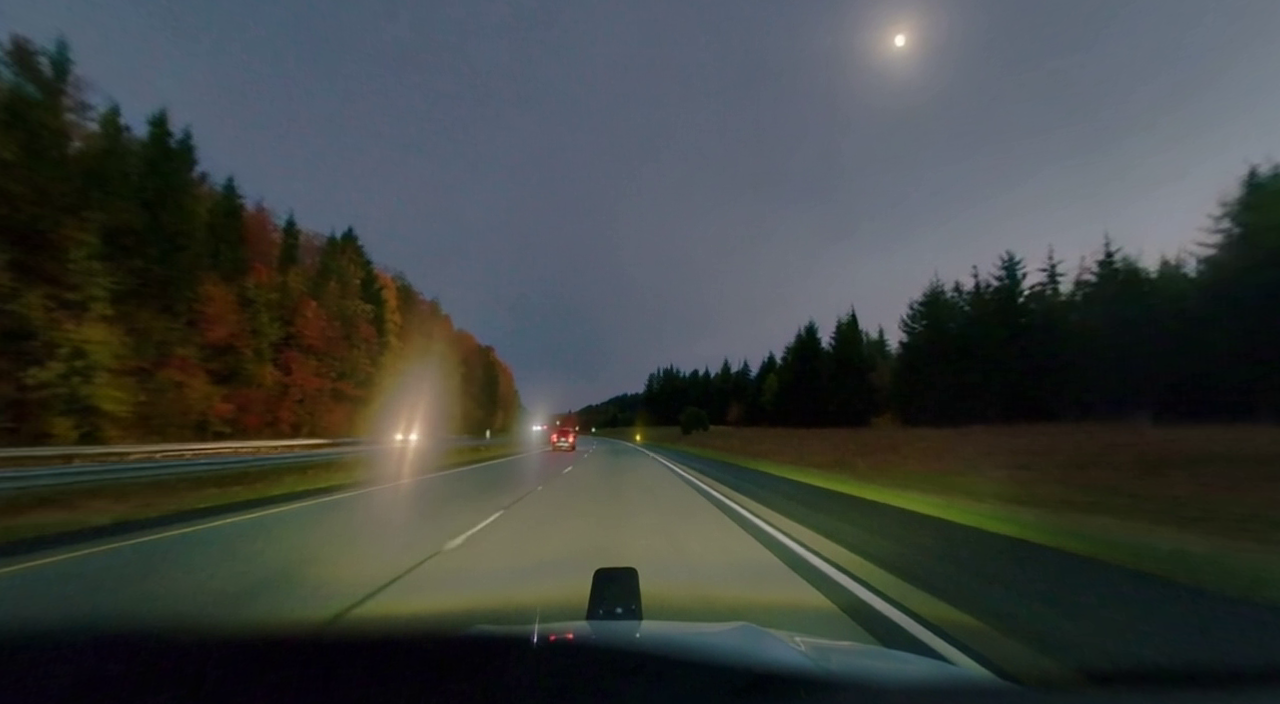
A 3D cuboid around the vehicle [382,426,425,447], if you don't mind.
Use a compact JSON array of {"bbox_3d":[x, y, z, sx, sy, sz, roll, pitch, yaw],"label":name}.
[{"bbox_3d":[-18.624,6.680,49.674,1.890,1.570,4.318,0,-8,-2],"label":"vehicle"}]
